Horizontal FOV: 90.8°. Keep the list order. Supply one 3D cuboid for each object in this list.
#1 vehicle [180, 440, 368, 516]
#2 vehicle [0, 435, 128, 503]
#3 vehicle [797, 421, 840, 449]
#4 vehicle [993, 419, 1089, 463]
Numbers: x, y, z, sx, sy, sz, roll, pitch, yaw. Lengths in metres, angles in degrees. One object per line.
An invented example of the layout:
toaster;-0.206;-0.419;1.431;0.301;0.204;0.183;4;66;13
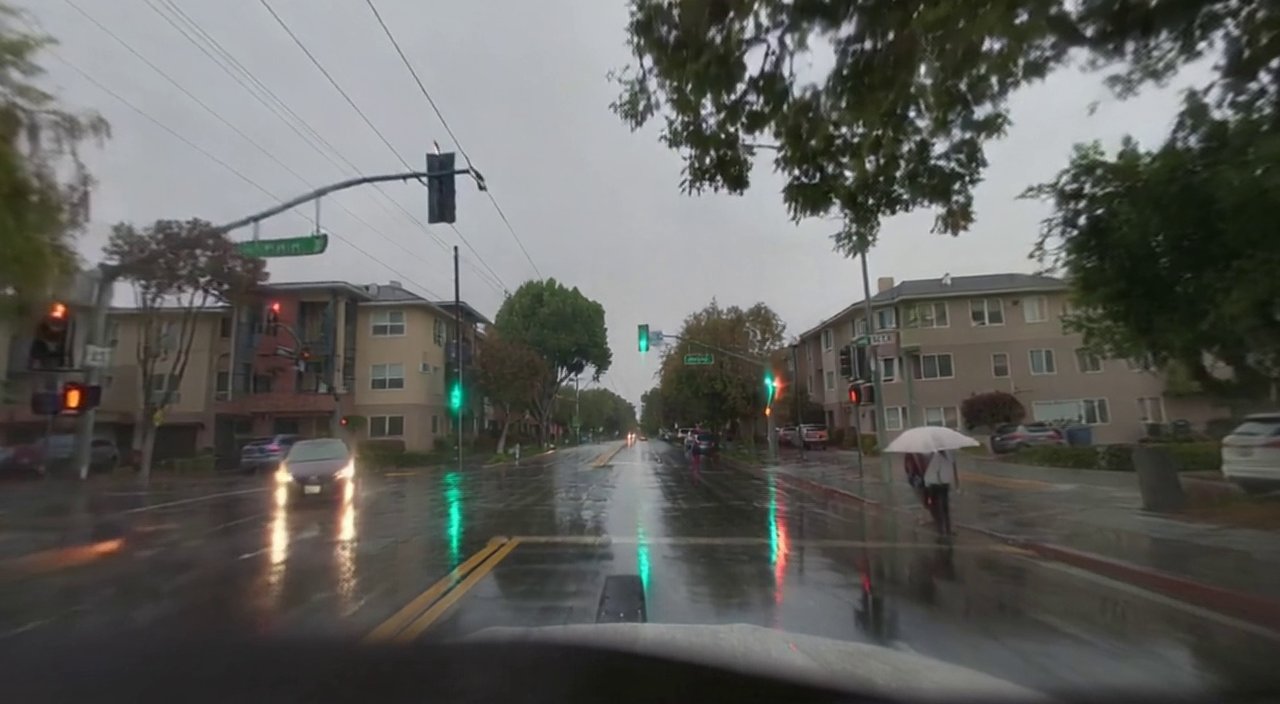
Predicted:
vehicle;-8.237;2.836;14.164;4.135;1.424;1.945;-10;-12;33
vehicle;-18.804;3.514;19.027;4.804;1.842;2.171;-1;-8;-2
vehicle;11.447;5.410;40.811;1.950;1.714;4.245;-1;-9;6
vehicle;17.090;3.846;27.183;2.013;1.722;4.007;-2;-9;11
